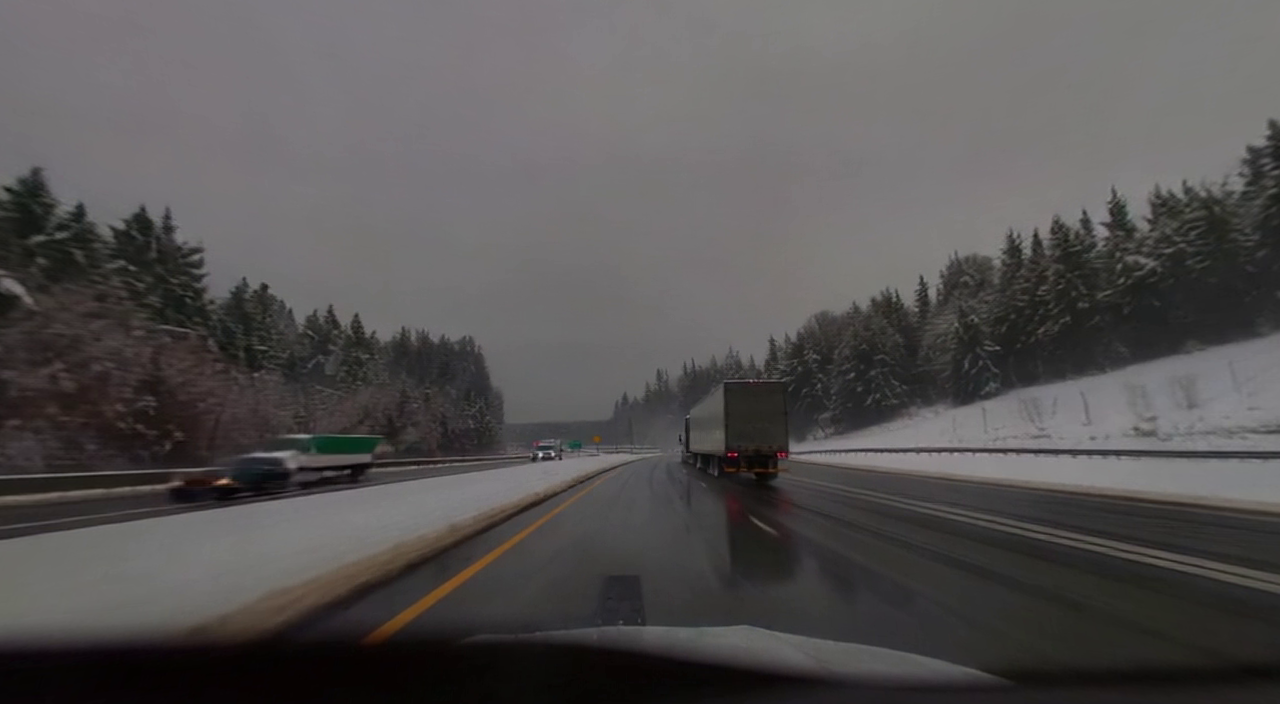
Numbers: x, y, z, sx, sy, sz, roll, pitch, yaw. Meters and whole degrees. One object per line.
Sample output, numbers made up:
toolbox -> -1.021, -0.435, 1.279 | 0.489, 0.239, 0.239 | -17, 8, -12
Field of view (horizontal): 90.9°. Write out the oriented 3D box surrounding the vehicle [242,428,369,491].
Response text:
vehicle -> -15.785, 5.132, 30.357 | 2.638, 2.718, 6.116 | 0, -9, 1

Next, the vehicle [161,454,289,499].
vehicle -> -15.886, 4.752, 24.426 | 2.151, 1.554, 4.028 | 0, -9, 1

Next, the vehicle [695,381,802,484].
vehicle -> 4.825, 4.216, 31.521 | 2.859, 3.984, 14.045 | 0, -9, 0
